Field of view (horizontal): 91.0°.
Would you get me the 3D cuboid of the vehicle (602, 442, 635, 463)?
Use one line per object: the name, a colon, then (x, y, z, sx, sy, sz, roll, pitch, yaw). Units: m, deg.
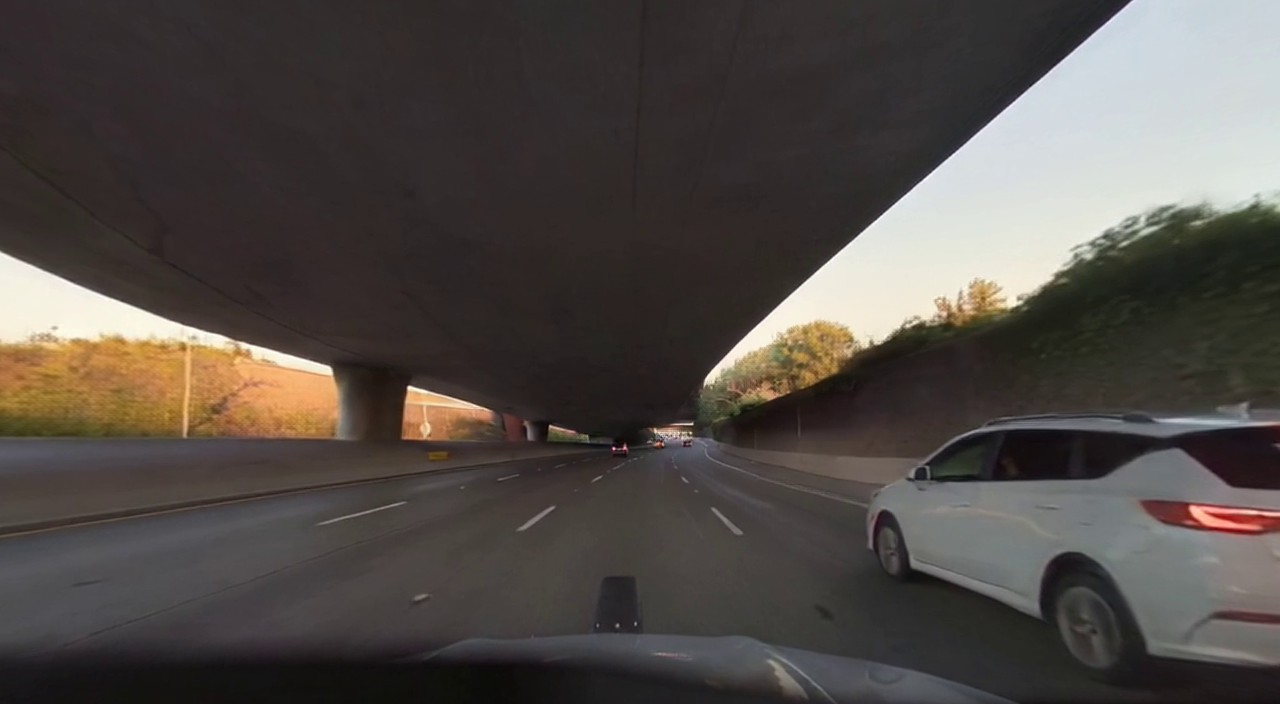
vehicle: (-1.603, 7.714, 48.539, 2.088, 1.565, 4.410, -1, -8, 4)

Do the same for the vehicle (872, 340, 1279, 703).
vehicle: (3.487, 1.099, 4.327, 2.090, 1.715, 4.228, 0, -8, -1)
